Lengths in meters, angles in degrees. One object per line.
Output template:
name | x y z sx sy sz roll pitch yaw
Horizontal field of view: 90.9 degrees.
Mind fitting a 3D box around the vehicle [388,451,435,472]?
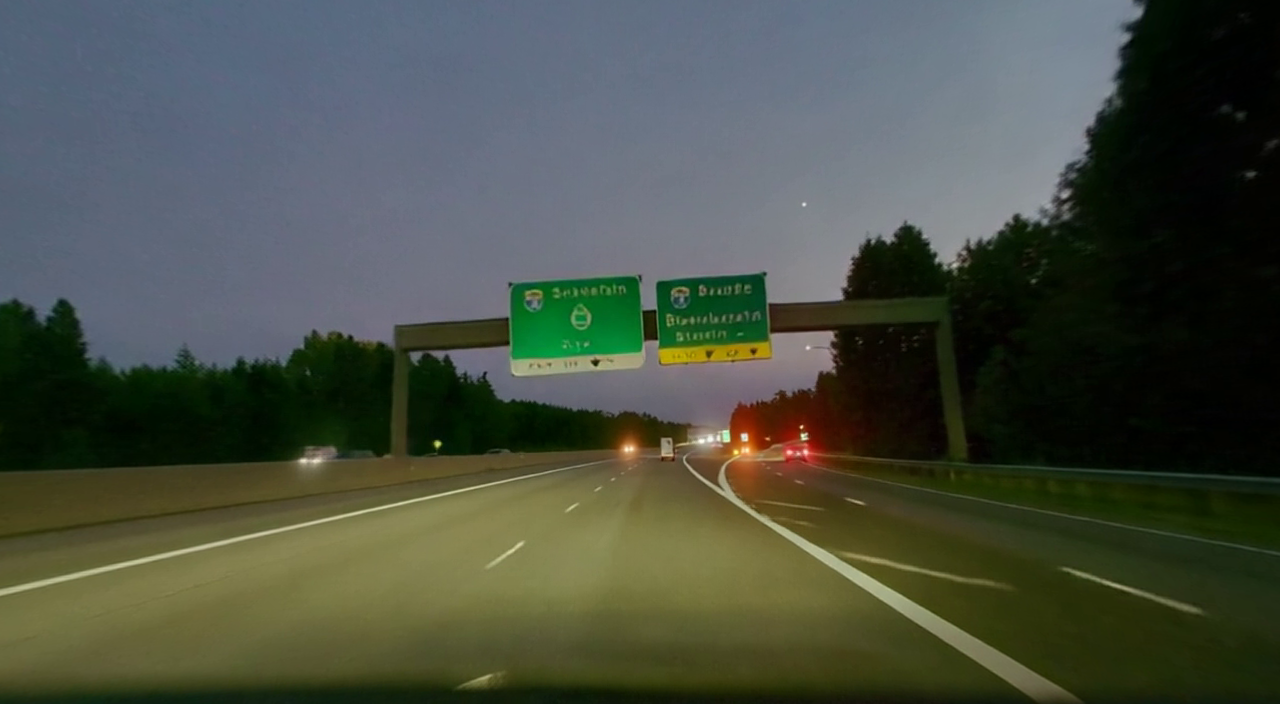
vehicle | -17.230 8.247 47.683 1.993 1.503 3.964 0 -9 2

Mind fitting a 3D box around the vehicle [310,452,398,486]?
vehicle | -13.687 5.579 30.476 1.875 1.487 4.806 0 -9 2
